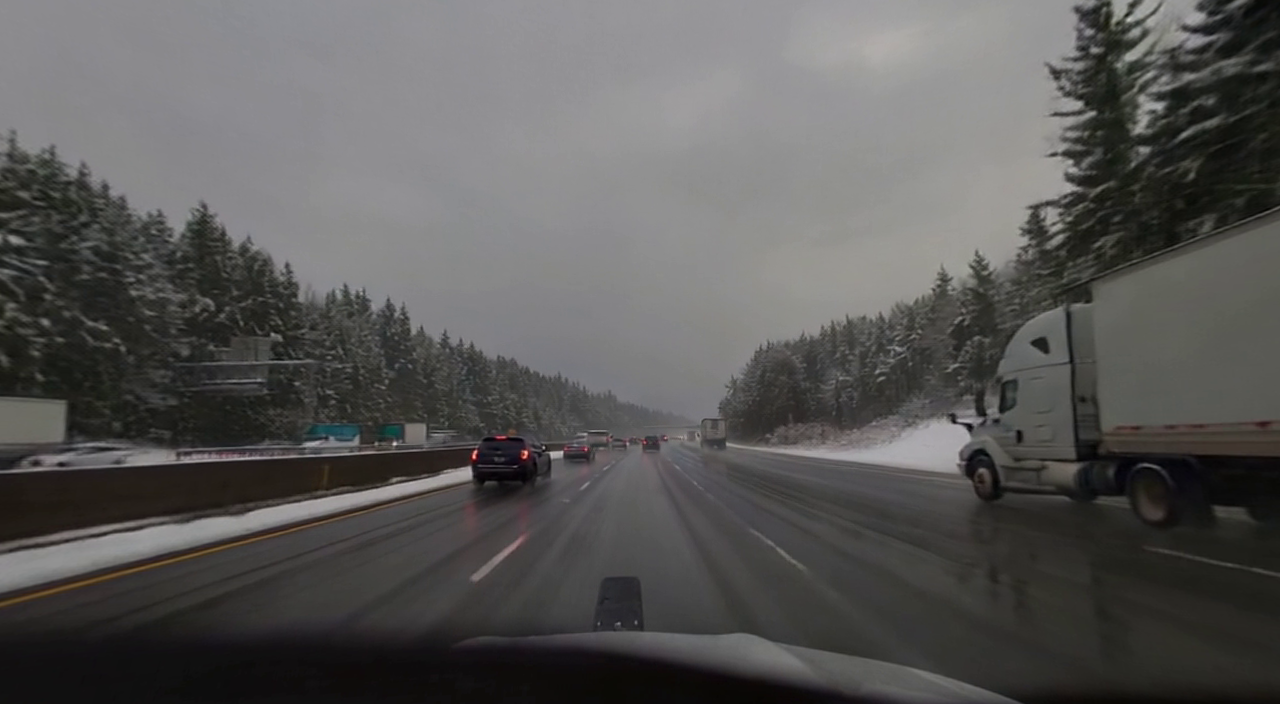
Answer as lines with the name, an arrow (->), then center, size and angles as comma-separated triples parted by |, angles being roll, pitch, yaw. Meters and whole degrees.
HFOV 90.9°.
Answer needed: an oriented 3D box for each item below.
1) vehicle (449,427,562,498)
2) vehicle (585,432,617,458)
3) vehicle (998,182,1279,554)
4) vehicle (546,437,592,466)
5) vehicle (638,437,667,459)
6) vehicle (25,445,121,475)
vehicle -> -3.377, 2.849, 16.761 | 2.137, 1.618, 4.209 | 0, -8, -1
vehicle -> -2.856, 6.930, 47.003 | 2.064, 1.826, 4.263 | 0, -8, 1
vehicle -> 8.606, -0.085, 5.082 | 2.866, 4.100, 14.057 | 0, -8, -2
vehicle -> -3.785, 5.363, 34.337 | 2.013, 1.460, 4.027 | 0, -8, 1
vehicle -> 0.857, 6.879, 45.334 | 2.004, 1.465, 3.842 | 0, -8, 0
vehicle -> -28.022, 5.322, 31.287 | 1.569, 1.354, 3.425 | 0, -8, 0
